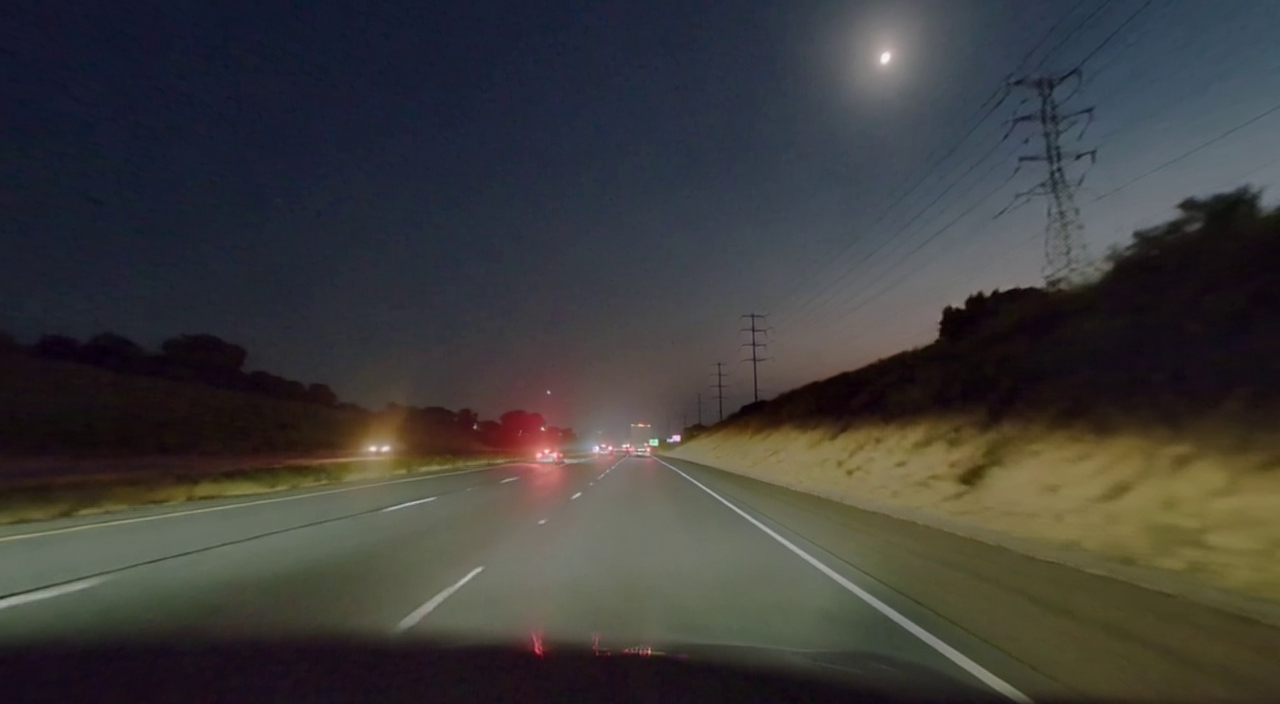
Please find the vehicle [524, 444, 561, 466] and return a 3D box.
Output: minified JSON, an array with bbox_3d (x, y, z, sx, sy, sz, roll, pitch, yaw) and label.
[{"bbox_3d":[-7.246,7.768,47.440,2.066,1.558,4.607,0,-9,0],"label":"vehicle"}]
